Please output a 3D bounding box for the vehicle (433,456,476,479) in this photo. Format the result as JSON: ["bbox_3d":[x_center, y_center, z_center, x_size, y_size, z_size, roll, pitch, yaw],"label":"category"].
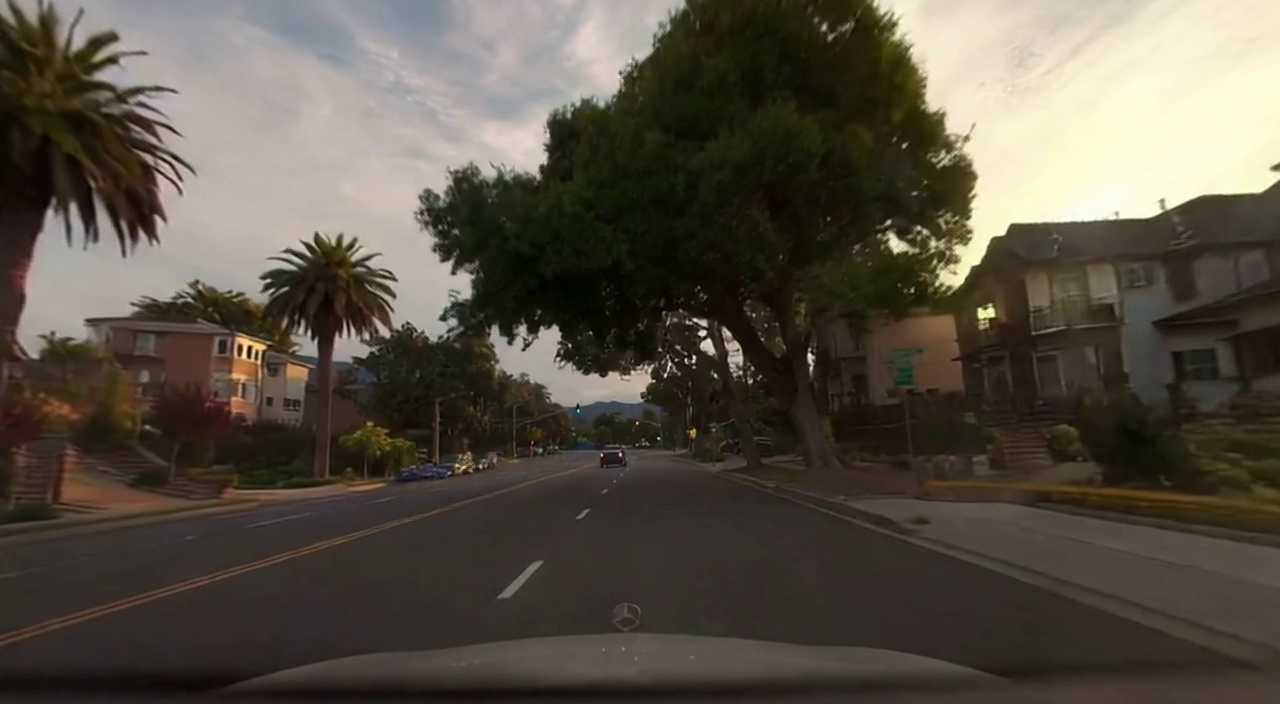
[{"bbox_3d":[-13.761,8.574,47.133,1.885,1.490,4.635,0,-8,-1],"label":"vehicle"}]
